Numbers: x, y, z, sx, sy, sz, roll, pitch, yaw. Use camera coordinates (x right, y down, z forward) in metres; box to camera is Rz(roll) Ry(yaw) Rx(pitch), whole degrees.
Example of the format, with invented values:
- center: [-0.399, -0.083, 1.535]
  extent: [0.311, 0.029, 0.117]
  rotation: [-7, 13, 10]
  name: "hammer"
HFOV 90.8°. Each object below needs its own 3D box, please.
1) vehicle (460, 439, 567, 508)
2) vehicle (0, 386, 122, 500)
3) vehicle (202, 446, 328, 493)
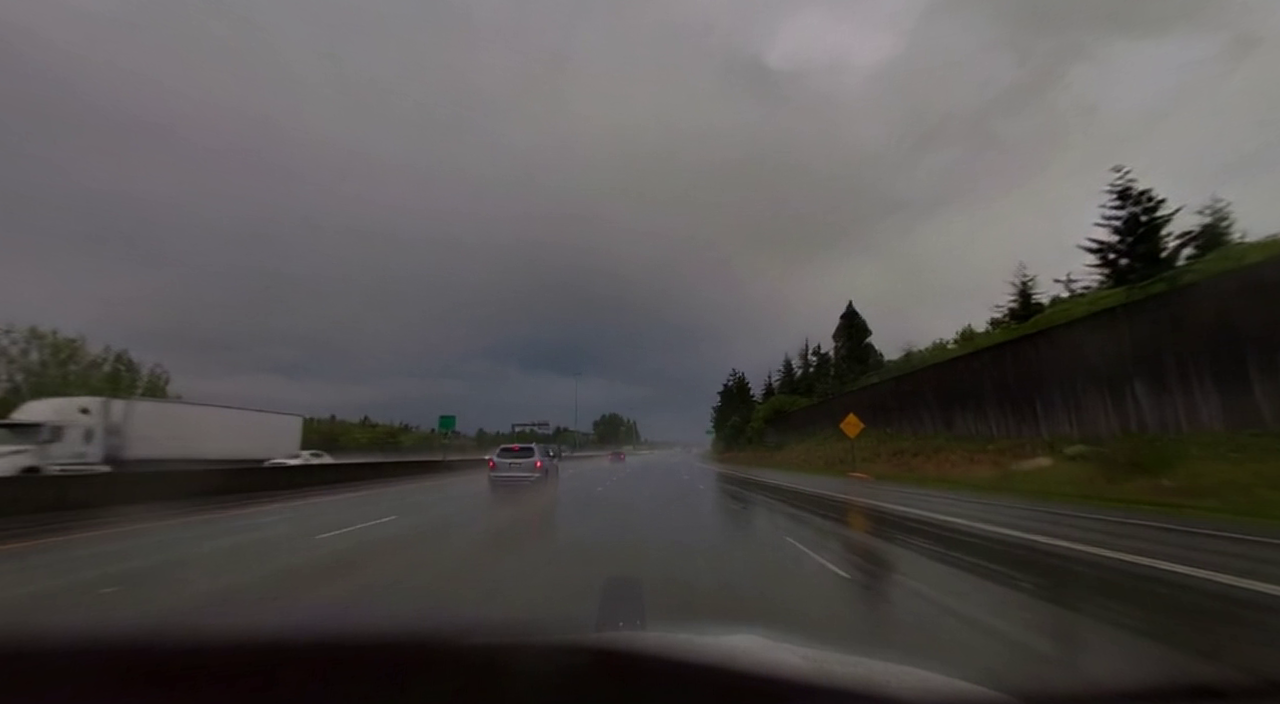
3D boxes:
- center: [-3.286, 3.251, 17.329]
  extent: [2.016, 1.623, 4.126]
  rotation: [0, -9, 1]
  name: "vehicle"
- center: [-23.012, 3.457, 24.042]
  extent: [2.979, 3.977, 3.790]
  rotation: [0, -9, 1]
  name: "vehicle"
- center: [-14.955, 4.666, 25.582]
  extent: [2.011, 1.695, 4.820]
  rotation: [0, -9, 2]
  name: "vehicle"
